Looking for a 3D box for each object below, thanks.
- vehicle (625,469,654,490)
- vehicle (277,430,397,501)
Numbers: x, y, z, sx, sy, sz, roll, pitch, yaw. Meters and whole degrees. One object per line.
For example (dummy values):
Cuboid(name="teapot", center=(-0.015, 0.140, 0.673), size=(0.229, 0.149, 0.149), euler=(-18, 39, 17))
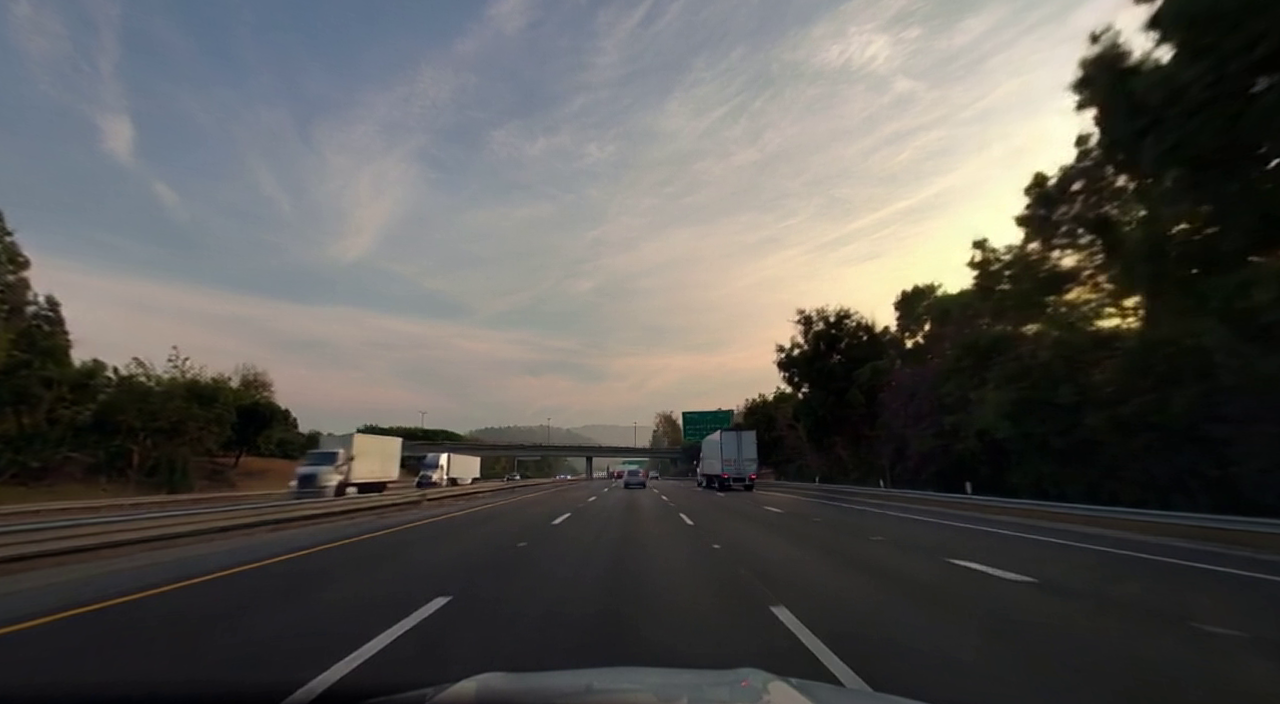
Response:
Cuboid(name="vehicle", center=(-0.056, 9.279, 46.037), size=(2.029, 1.459, 3.684), euler=(1, -10, 0))
Cuboid(name="vehicle", center=(-15.217, 5.851, 32.380), size=(2.627, 3.182, 7.238), euler=(1, -11, -2))
